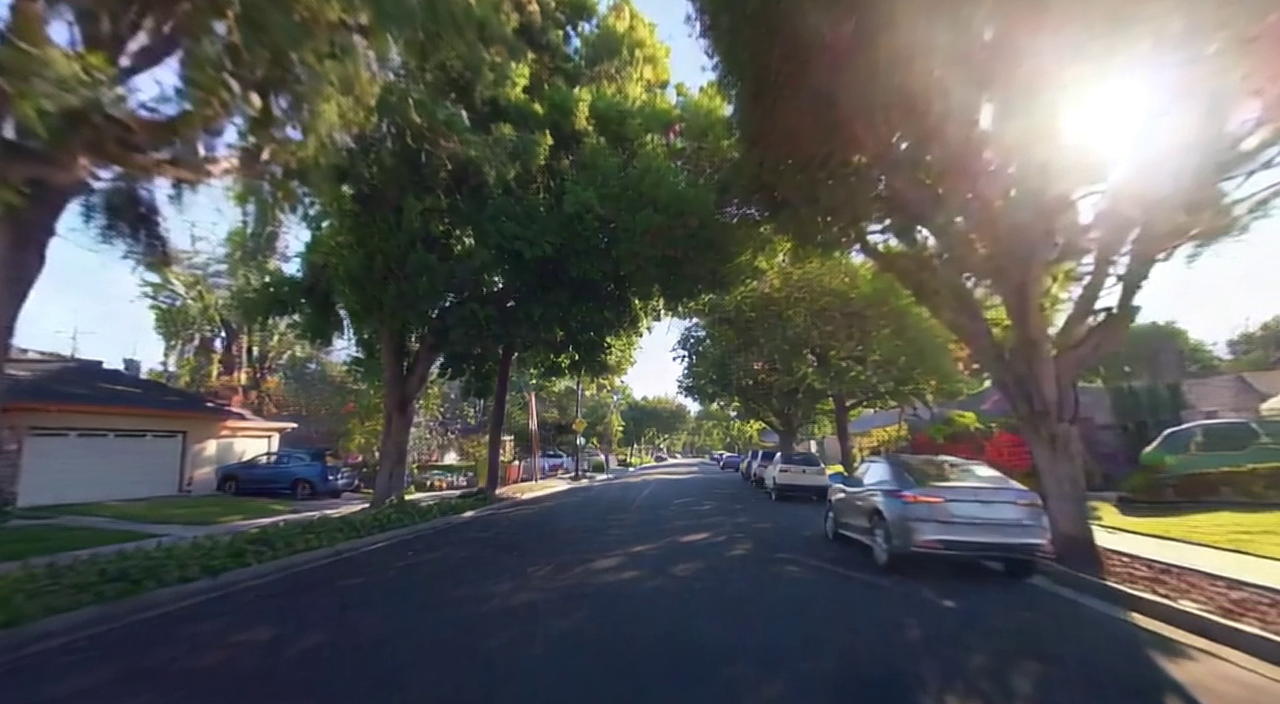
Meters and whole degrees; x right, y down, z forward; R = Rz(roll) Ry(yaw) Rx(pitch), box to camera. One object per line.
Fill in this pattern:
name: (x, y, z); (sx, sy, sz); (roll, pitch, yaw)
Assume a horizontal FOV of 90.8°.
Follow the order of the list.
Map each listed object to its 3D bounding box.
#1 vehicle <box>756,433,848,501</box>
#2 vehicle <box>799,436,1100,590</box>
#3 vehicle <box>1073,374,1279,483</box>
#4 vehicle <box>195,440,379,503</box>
vehicle: (4.896, 3.534, 19.858); (2.023, 1.851, 4.782); (-1, -8, 5)
vehicle: (3.670, 1.950, 8.704); (2.009, 1.506, 4.698); (0, -8, 4)
vehicle: (11.919, 1.595, 12.566); (4.861, 1.911, 2.181); (1, -10, 7)
vehicle: (-10.809, 3.638, 19.547); (4.511, 1.809, 2.018); (-1, -9, 7)
